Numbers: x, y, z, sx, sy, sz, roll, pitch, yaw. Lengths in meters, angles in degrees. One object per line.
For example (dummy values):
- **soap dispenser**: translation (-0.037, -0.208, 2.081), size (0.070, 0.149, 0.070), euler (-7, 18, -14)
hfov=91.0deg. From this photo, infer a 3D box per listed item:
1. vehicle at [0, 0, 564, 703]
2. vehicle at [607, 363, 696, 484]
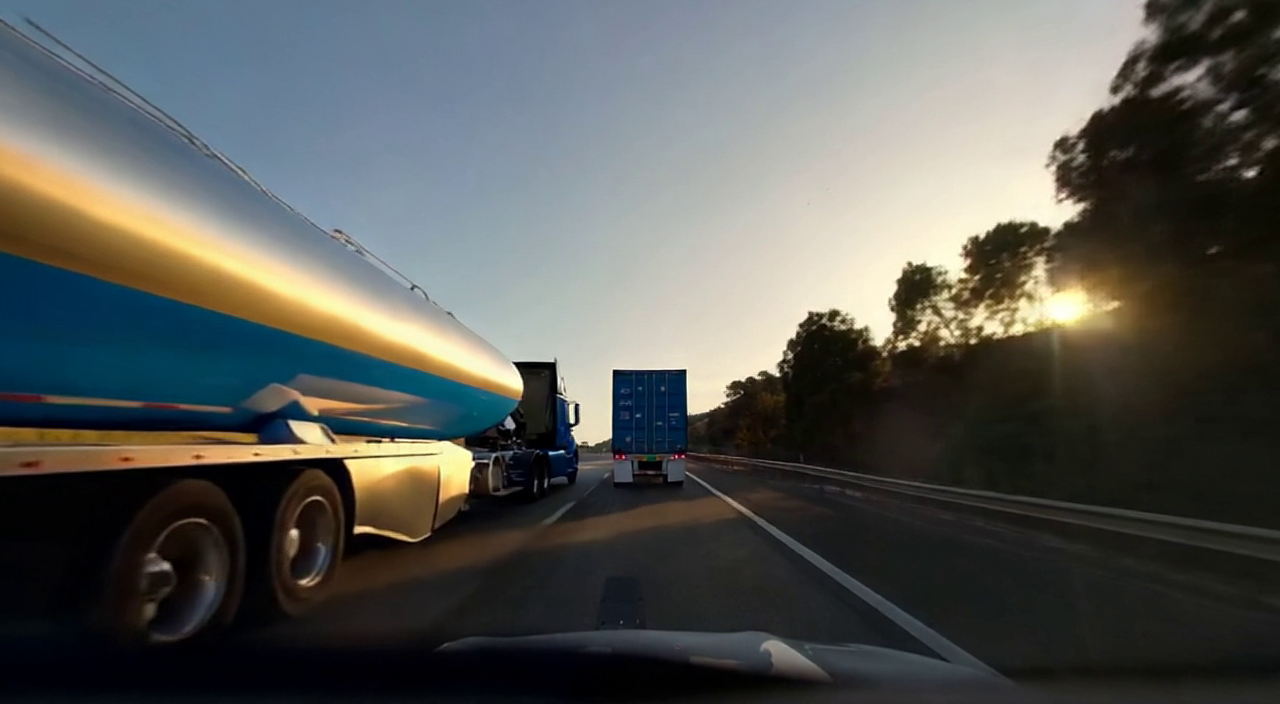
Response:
- **vehicle**: translation (-3.877, 0.930, 9.853), size (3.267, 3.655, 17.154), euler (0, -8, 0)
- **vehicle**: translation (0.439, 3.209, 26.699), size (2.942, 4.003, 11.297), euler (0, -9, 1)
